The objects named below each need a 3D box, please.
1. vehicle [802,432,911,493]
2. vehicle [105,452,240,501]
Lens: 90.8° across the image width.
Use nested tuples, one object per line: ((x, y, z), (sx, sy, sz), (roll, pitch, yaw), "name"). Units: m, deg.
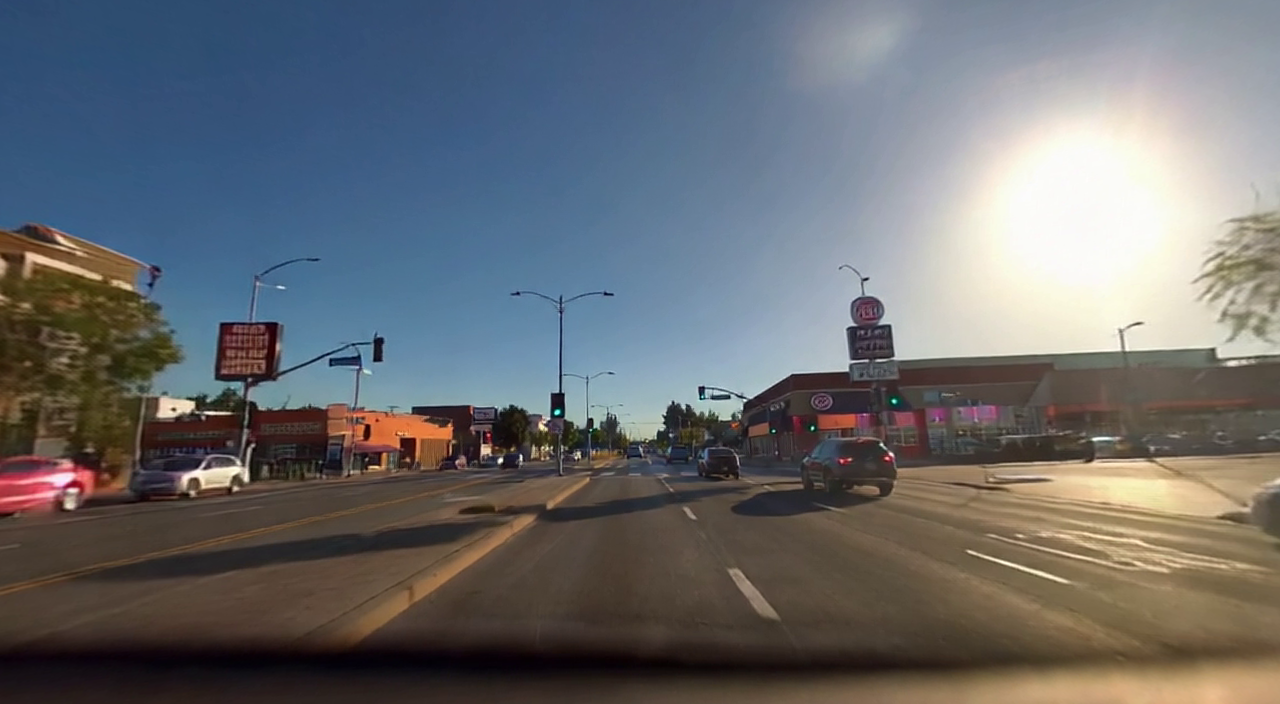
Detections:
((6.613, 3.397, 19.879), (1.974, 1.679, 4.611), (-1, -8, 3), "vehicle")
((-18.189, 4.835, 24.909), (1.882, 1.645, 4.511), (0, -8, -1), "vehicle")
